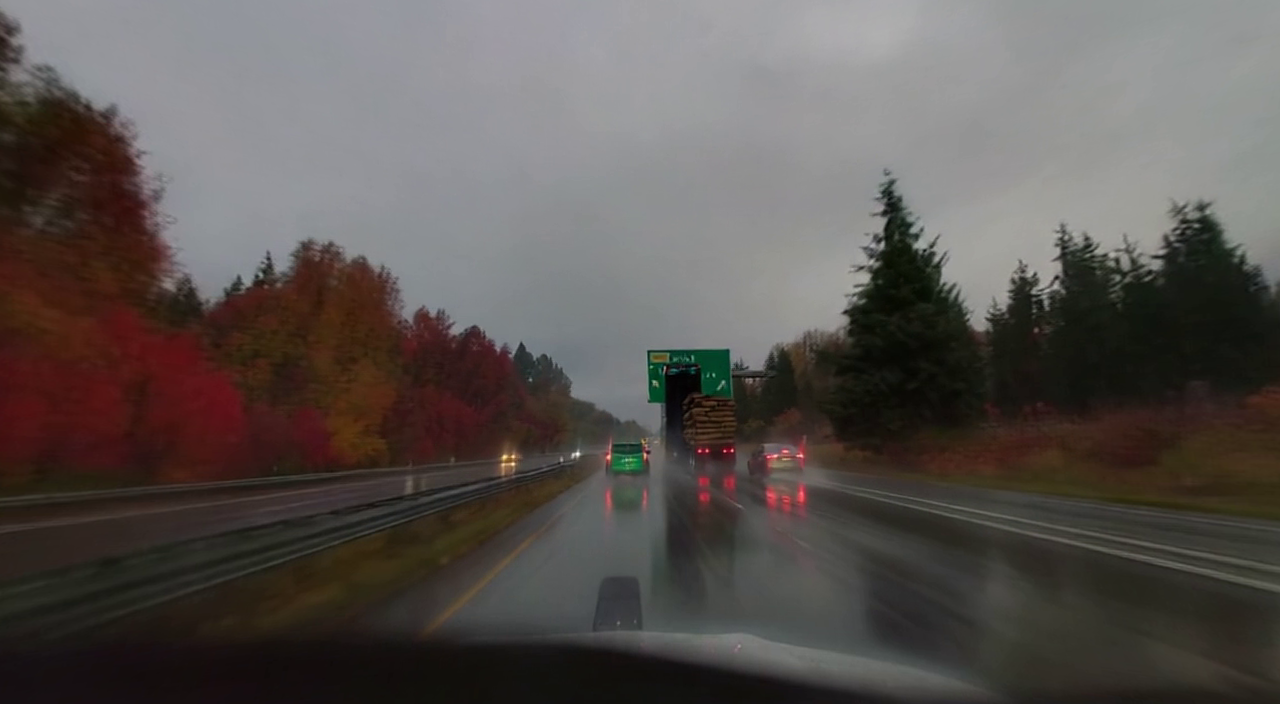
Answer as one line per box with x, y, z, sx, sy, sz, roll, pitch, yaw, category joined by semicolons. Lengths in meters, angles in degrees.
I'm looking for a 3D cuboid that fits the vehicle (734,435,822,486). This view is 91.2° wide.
4.925;3.958;23.075;2.057;1.660;4.525;0;-9;-2;vehicle

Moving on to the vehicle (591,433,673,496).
-0.216;3.394;19.246;2.263;1.699;3.936;-1;-9;0;vehicle

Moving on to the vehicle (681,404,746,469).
4.690;5.720;41.945;3.125;3.895;8.461;0;-9;-1;vehicle
